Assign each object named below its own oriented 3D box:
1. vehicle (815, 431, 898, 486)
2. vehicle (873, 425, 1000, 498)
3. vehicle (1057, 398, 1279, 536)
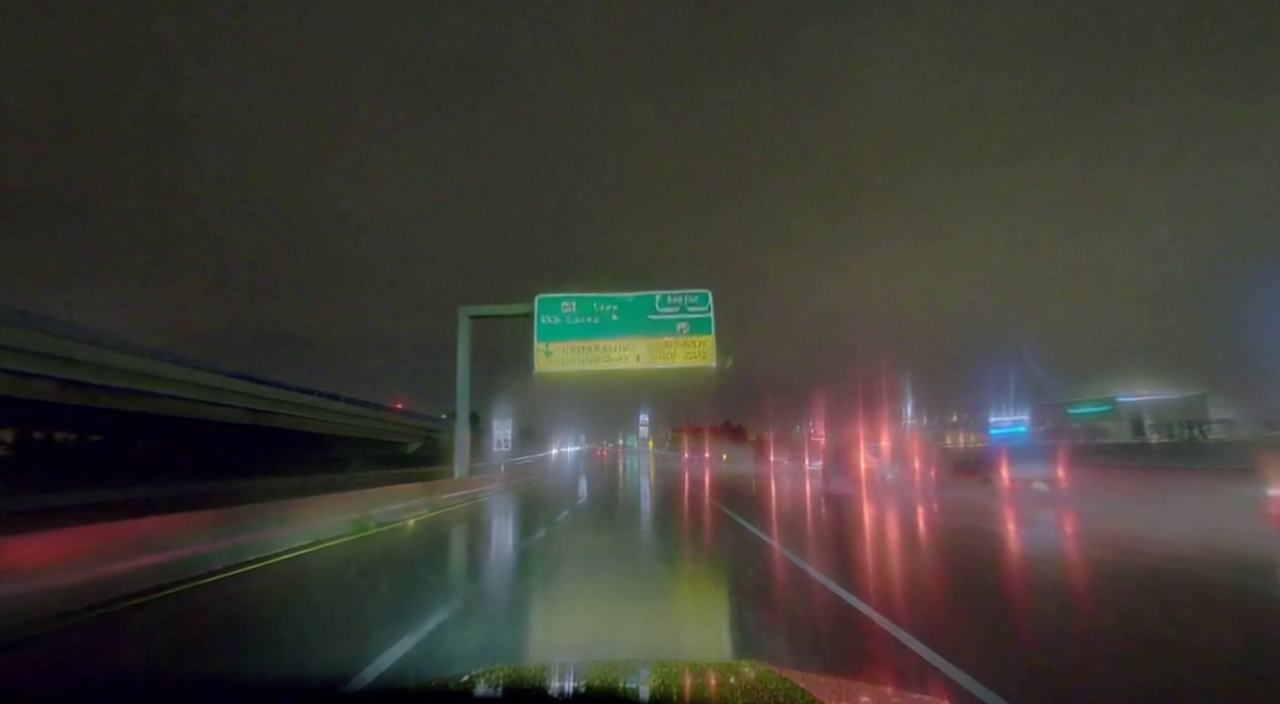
[{"bbox_3d":[16.022,7.936,47.487,2.704,3.716,9.364,0,-9,-1],"label":"vehicle"},{"bbox_3d":[16.295,6.066,35.618,2.791,3.573,9.032,0,-9,0],"label":"vehicle"},{"bbox_3d":[18.895,3.818,21.589,2.619,3.750,9.673,0,-9,1],"label":"vehicle"}]
